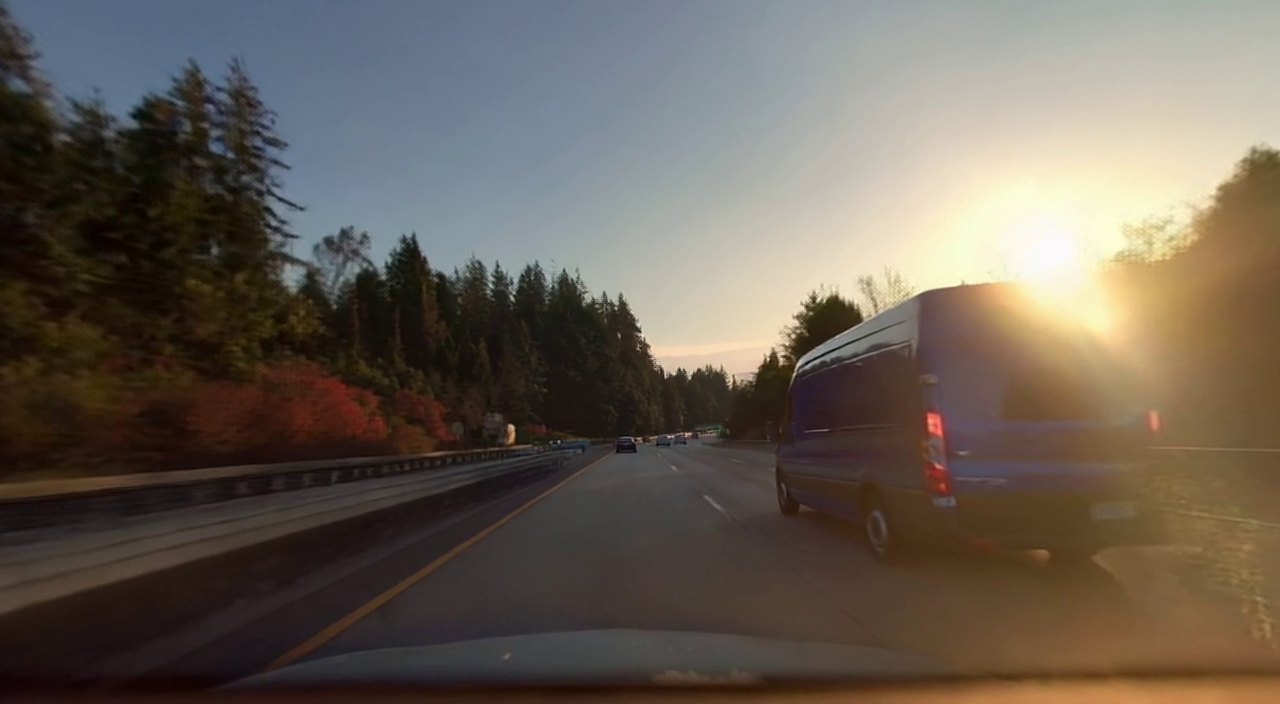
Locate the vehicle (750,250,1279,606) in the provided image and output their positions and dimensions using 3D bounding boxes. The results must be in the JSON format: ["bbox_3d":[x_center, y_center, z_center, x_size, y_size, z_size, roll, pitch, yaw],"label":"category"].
[{"bbox_3d":[3.359,0.985,8.217,2.416,2.595,7.243,0,-8,-1],"label":"vehicle"}]

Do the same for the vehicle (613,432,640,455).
[{"bbox_3d":[-0.964,6.546,45.035,1.900,1.524,4.324,0,-8,-1],"label":"vehicle"}]
